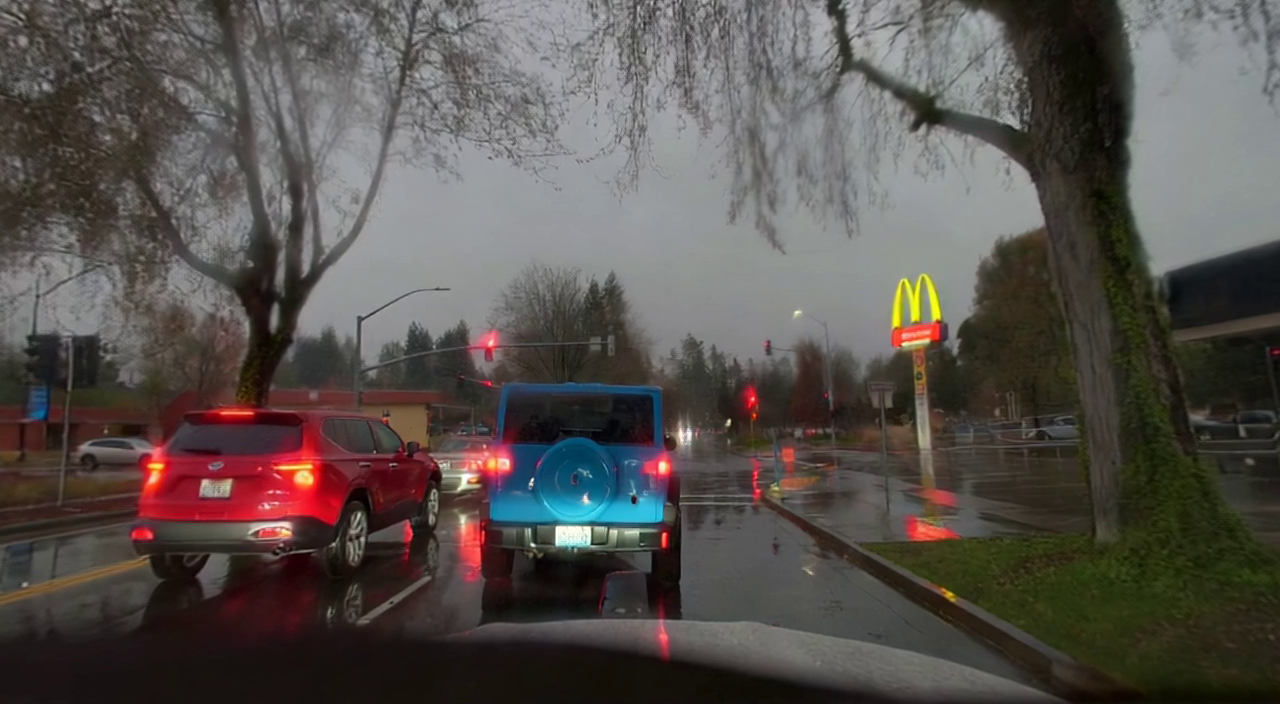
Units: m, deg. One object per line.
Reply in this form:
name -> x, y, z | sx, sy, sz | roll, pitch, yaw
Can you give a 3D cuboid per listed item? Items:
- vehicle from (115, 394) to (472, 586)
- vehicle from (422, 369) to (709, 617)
vehicle -> -3.904, 1.643, 8.327 | 2.130, 1.819, 4.497 | 0, -8, 0
vehicle -> -0.622, 1.438, 7.330 | 2.224, 1.923, 4.643 | 0, -8, -1
